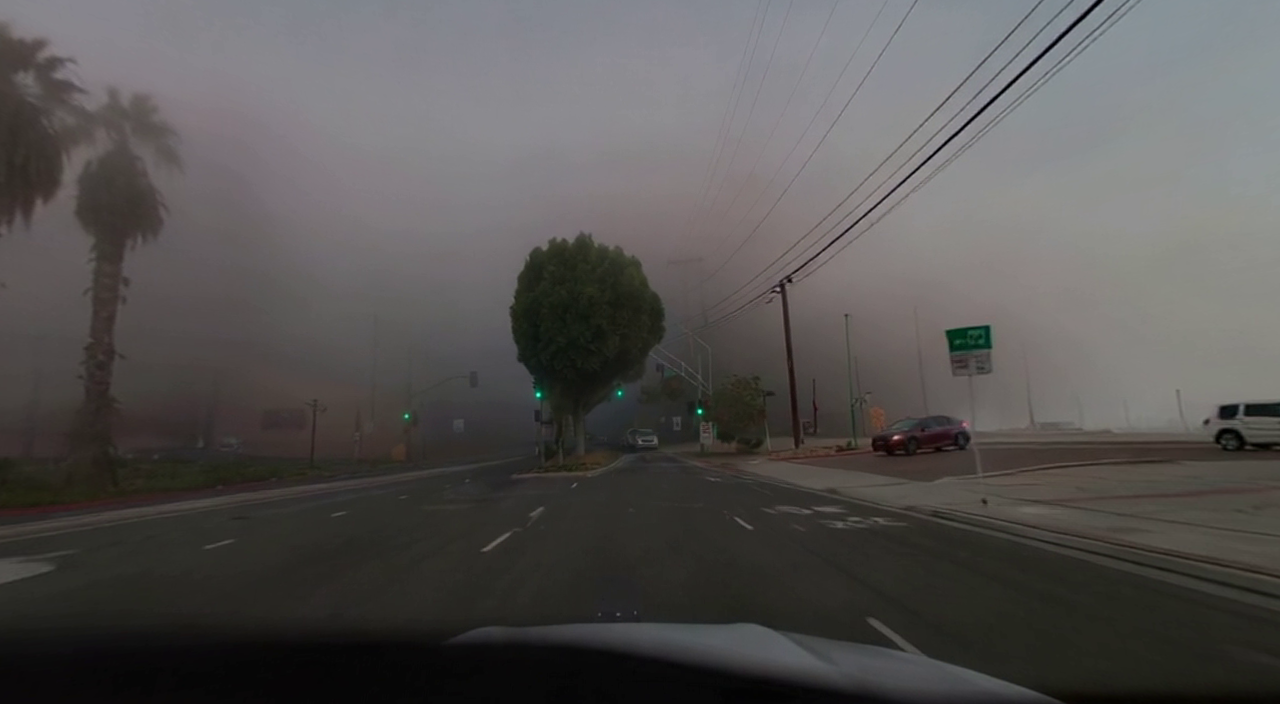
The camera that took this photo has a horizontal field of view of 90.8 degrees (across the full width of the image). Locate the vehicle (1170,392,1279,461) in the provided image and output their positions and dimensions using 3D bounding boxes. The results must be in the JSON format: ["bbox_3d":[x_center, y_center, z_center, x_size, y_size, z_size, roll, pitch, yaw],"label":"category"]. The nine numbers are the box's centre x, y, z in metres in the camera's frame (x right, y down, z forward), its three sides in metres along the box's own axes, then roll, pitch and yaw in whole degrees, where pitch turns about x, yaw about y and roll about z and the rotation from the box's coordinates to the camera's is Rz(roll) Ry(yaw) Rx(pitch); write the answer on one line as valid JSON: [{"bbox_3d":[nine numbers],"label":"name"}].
[{"bbox_3d":[17.690,2.074,17.387,4.389,1.803,1.849,0,-8,2],"label":"vehicle"}]

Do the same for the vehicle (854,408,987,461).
[{"bbox_3d":[12.484,3.679,27.920,6.059,2.082,2.703,7,-11,-37],"label":"vehicle"}]
